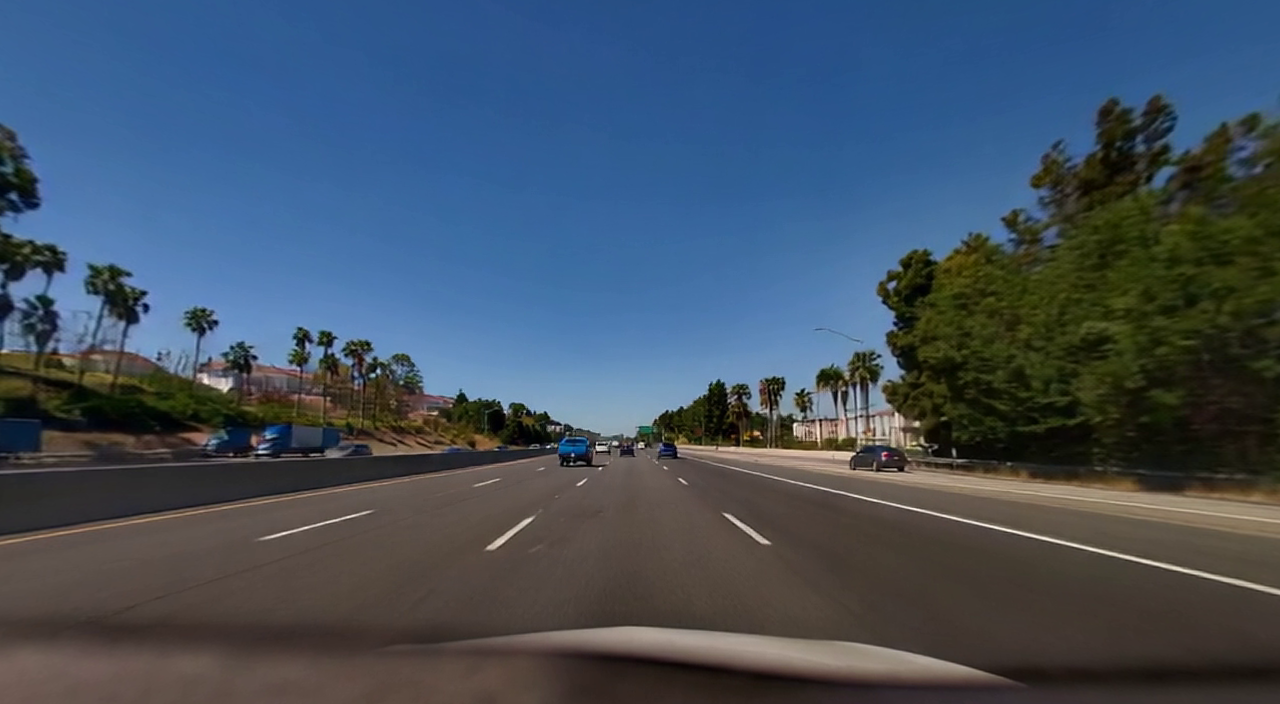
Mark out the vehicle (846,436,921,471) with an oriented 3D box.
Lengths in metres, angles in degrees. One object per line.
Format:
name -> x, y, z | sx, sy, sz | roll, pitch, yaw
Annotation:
vehicle -> 13.547, 5.694, 35.501 | 2.168, 1.792, 4.457 | 0, -9, -4

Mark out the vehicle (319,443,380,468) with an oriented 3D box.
vehicle -> -18.521, 6.601, 40.479 | 1.864, 1.519, 4.366 | 0, -9, 0

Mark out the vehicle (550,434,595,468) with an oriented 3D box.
vehicle -> -4.056, 6.033, 38.564 | 2.225, 1.967, 4.673 | 0, -9, 0
